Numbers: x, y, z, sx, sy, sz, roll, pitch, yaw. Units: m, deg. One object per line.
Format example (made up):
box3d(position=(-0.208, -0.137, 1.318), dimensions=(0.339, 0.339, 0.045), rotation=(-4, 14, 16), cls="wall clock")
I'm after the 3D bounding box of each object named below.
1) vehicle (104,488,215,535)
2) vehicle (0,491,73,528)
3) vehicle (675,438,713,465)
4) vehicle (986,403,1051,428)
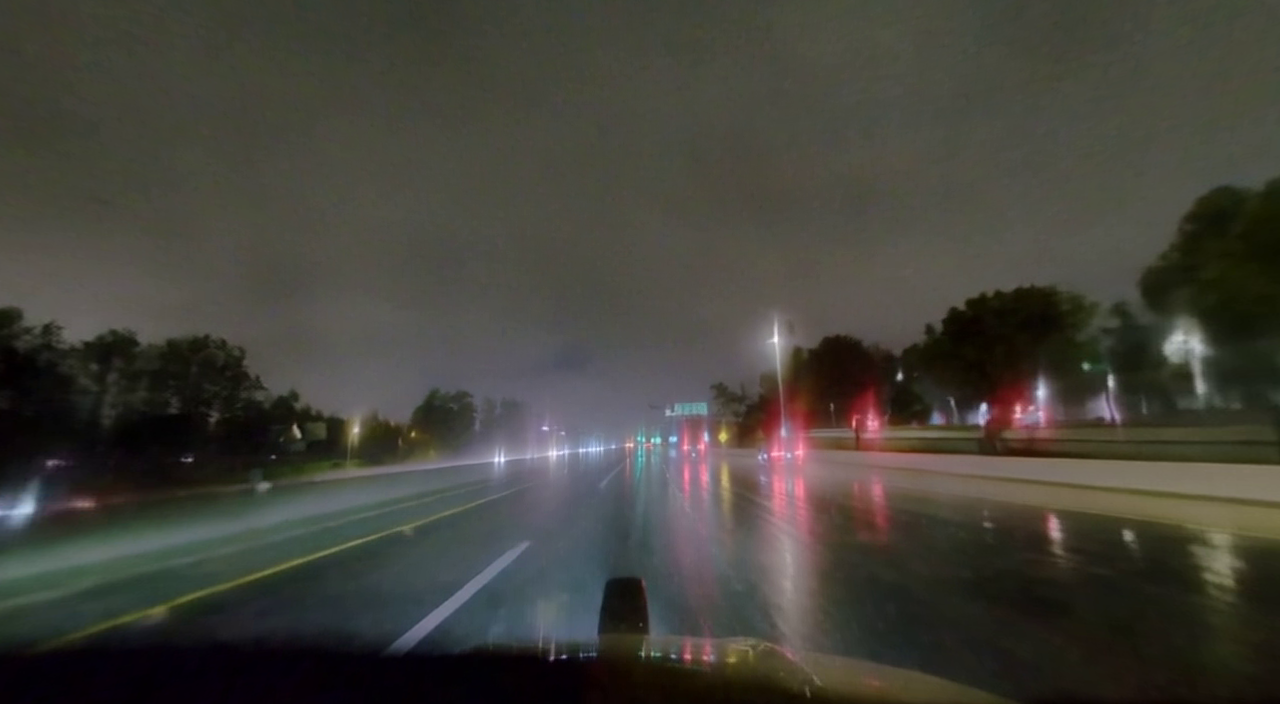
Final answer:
box3d(position=(-20.749, 6.869, 27.457), dimensions=(1.740, 1.594, 3.888), rotation=(0, -8, -1), cls="vehicle")
box3d(position=(-34.701, 8.771, 35.274), dimensions=(1.893, 1.612, 4.413), rotation=(0, -8, -3), cls="vehicle")
box3d(position=(3.607, 6.754, 43.044), dimensions=(2.099, 1.748, 4.331), rotation=(0, -8, -2), cls="vehicle")
box3d(position=(25.959, 4.399, 43.403), dimensions=(1.887, 1.537, 3.996), rotation=(0, -8, -2), cls="vehicle")
